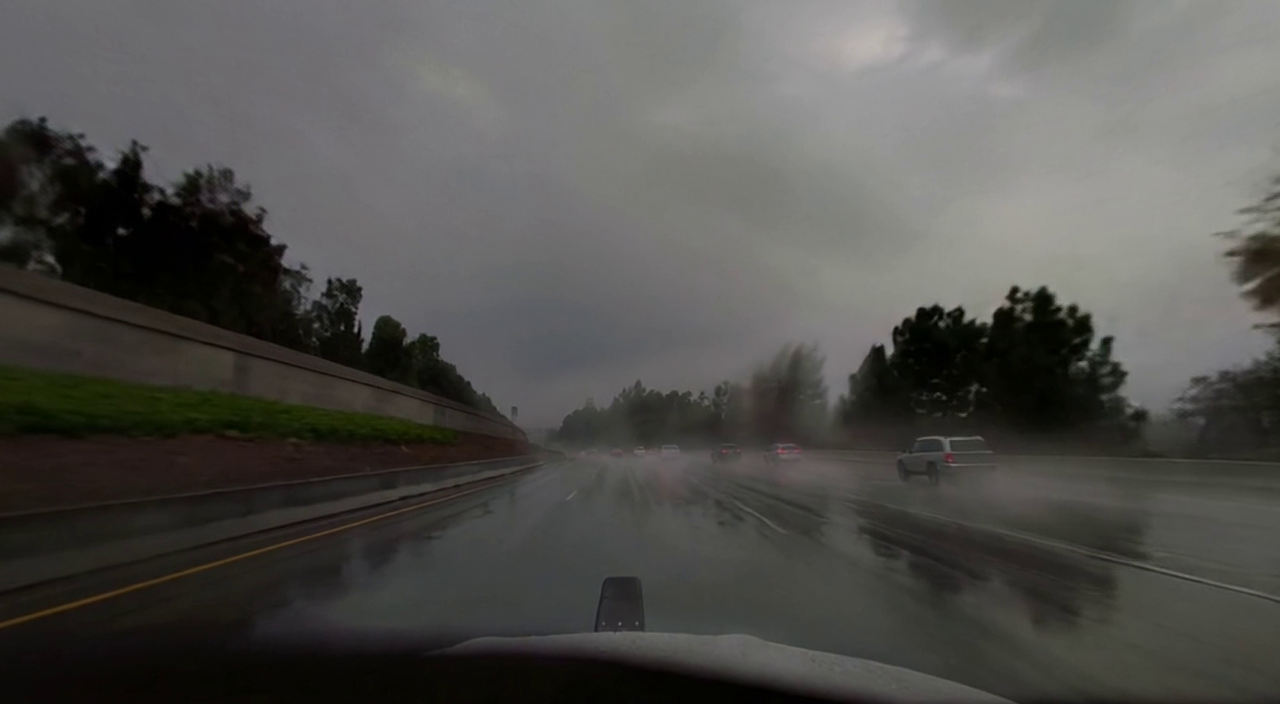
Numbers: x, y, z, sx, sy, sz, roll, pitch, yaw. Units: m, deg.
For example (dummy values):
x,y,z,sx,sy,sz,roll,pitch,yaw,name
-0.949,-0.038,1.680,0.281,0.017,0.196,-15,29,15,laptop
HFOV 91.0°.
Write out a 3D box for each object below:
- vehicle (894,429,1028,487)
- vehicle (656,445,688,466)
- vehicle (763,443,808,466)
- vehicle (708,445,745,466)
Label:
x,y,z,sx,sy,sz,roll,pitch,yaw,name
10.701,3.565,21.478,2.077,1.763,4.472,0,-8,-2,vehicle
2.336,7.703,47.046,1.934,1.491,3.982,0,-8,-3,vehicle
10.294,7.299,44.839,1.987,1.546,4.271,1,-8,-4,vehicle
6.484,7.772,47.608,1.904,1.488,4.299,0,-8,-3,vehicle
